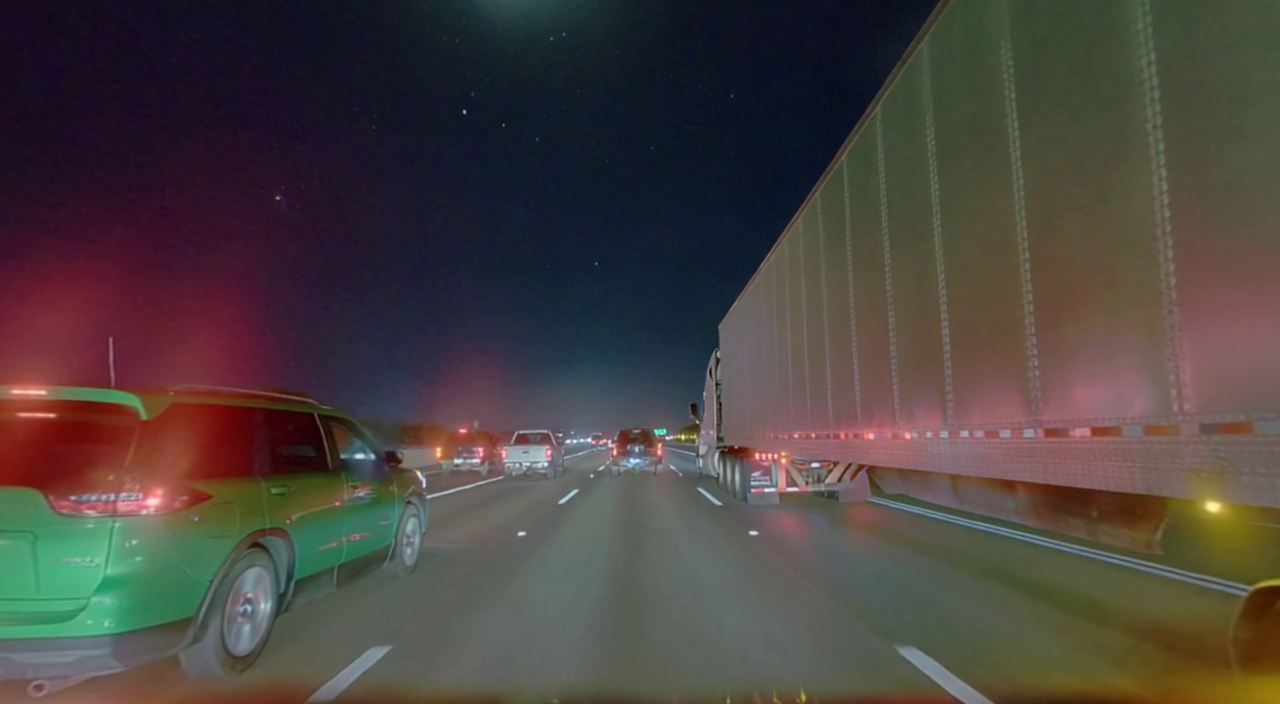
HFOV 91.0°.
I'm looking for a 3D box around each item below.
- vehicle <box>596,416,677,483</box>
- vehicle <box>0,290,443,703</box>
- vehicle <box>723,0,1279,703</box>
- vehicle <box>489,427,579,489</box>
[{"bbox_3d":[-0.136,3.668,23.958,2.704,2.216,5.804,0,-8,0],"label":"vehicle"},{"bbox_3d":[-3.256,1.031,4.325,2.193,1.803,4.958,0,-8,0],"label":"vehicle"},{"bbox_3d":[3.603,0.285,7.511,2.852,4.121,16.210,0,-8,-1],"label":"vehicle"},{"bbox_3d":[-3.335,3.463,20.879,2.120,1.812,4.659,0,-8,1],"label":"vehicle"}]
